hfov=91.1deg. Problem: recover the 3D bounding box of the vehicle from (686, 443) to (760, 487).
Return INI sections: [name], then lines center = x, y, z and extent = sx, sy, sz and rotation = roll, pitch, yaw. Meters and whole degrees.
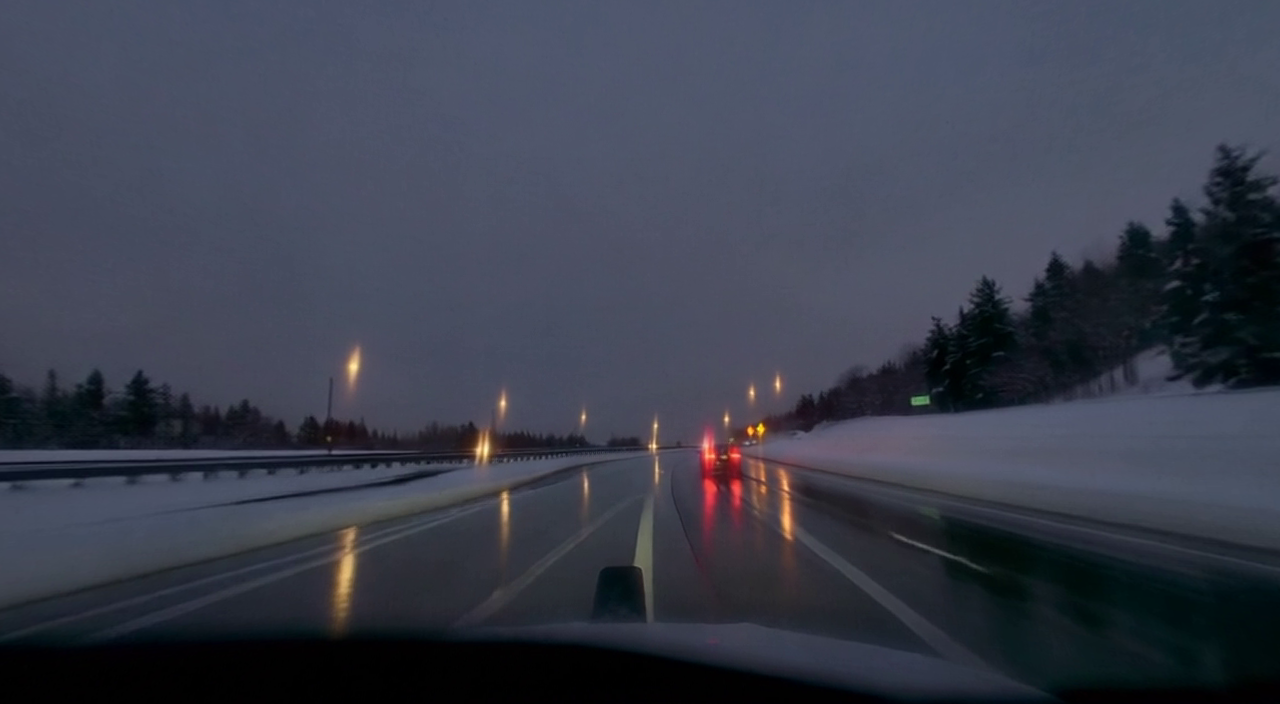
[vehicle]
center = 2.852, 3.992, 22.640
extent = 2.124, 1.405, 4.398
rotation = 0, -8, 1
